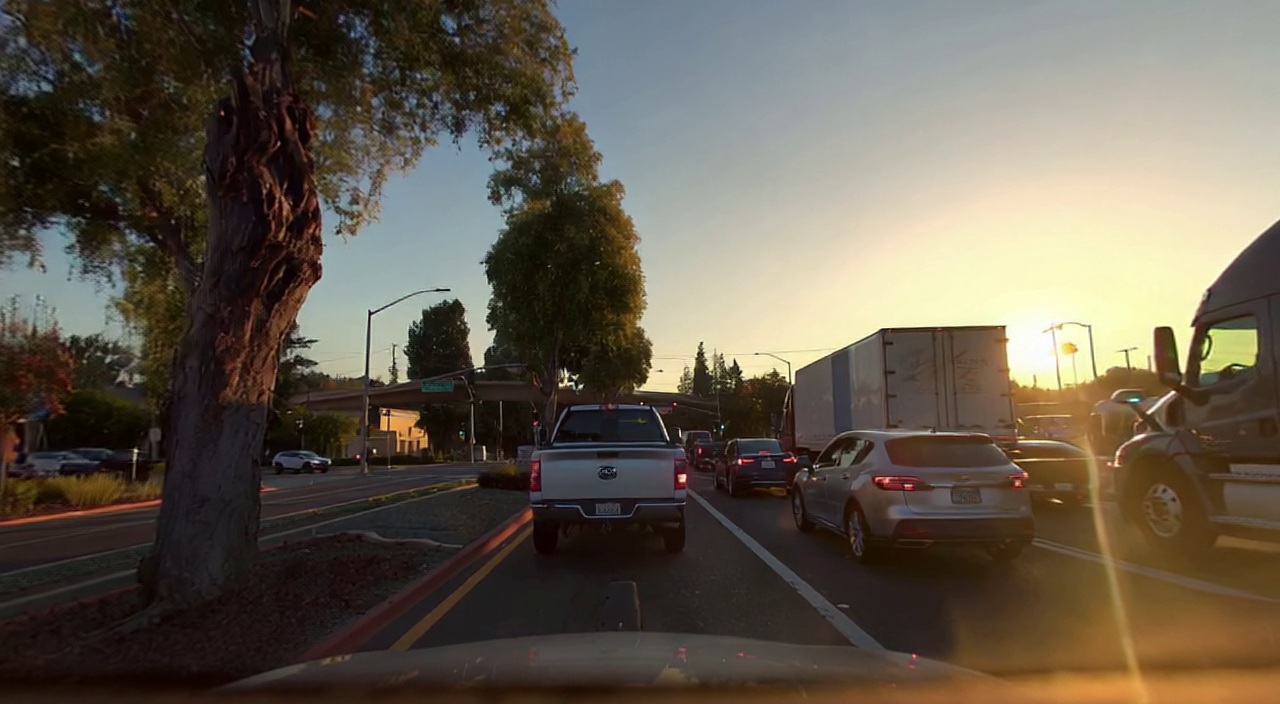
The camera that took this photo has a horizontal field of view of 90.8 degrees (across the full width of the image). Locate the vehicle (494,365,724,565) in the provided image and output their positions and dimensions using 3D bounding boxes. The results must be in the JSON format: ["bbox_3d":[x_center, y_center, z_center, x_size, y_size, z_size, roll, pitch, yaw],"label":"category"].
[{"bbox_3d":[-0.365,1.615,9.561,2.499,2.183,5.111,0,-9,-1],"label":"vehicle"}]

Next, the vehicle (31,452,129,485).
[{"bbox_3d":[-28.556,5.908,32.377,1.730,1.534,3.922,1,-9,-8],"label":"vehicle"}]

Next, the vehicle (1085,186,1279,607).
[{"bbox_3d":[6.523,0.090,3.307,2.802,3.322,7.429,0,-9,0],"label":"vehicle"}]

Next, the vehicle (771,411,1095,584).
[{"bbox_3d":[3.241,1.731,8.417,1.905,1.587,4.998,0,-9,0],"label":"vehicle"}]

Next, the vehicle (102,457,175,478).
[{"bbox_3d":[-38.156,8.783,48.120,4.150,1.474,1.826,-1,-9,6],"label":"vehicle"}]
